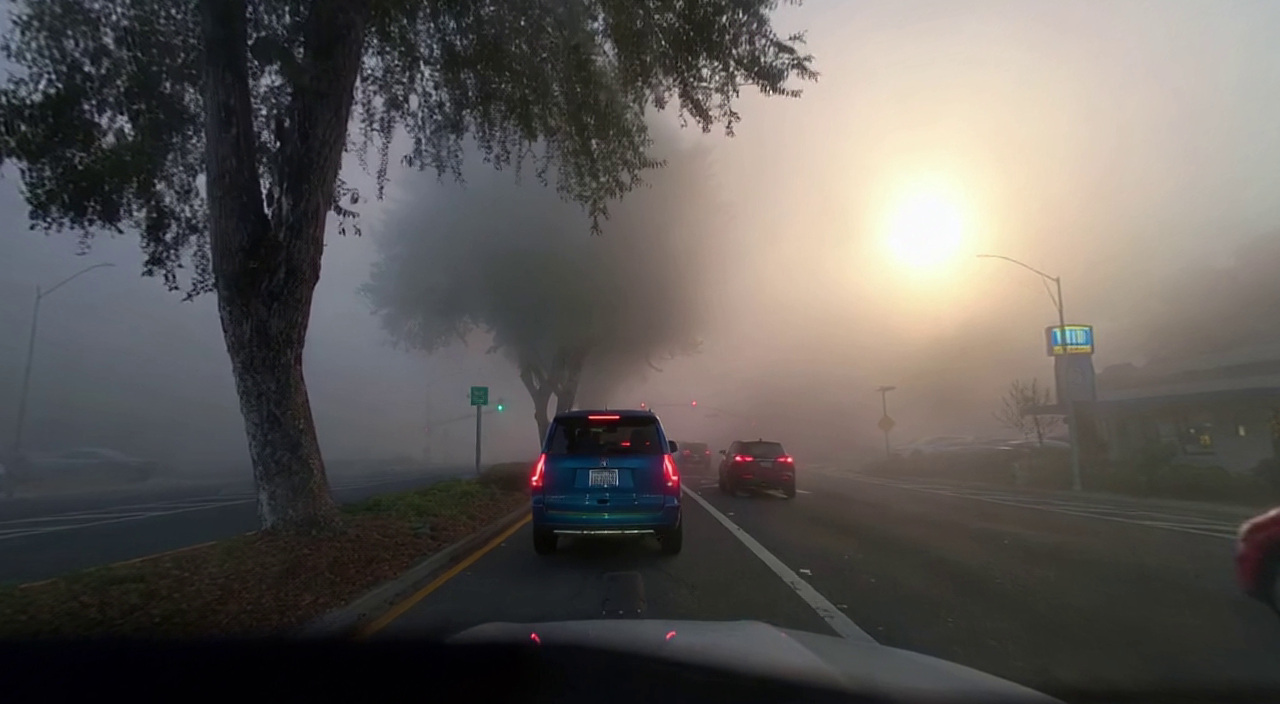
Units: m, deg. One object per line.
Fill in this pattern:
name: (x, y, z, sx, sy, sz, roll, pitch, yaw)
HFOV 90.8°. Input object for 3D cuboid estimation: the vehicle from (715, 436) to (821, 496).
vehicle: (3.670, 3.378, 19.119, 2.098, 1.555, 4.778, 0, -9, -1)

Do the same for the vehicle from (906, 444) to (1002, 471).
vehicle: (17.207, 5.773, 34.770, 4.290, 1.427, 1.751, 0, -9, 2)

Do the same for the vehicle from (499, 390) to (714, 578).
vehicle: (-0.299, 1.647, 8.627, 2.096, 1.837, 4.687, 0, -9, 1)
